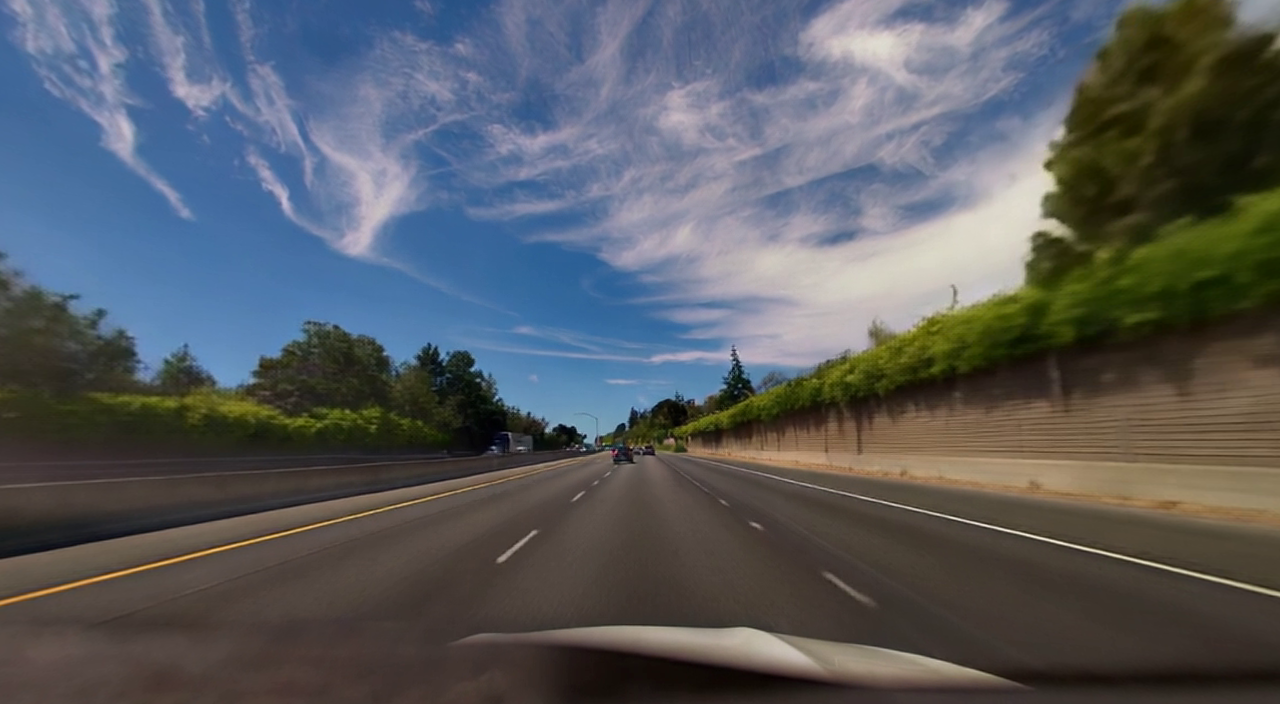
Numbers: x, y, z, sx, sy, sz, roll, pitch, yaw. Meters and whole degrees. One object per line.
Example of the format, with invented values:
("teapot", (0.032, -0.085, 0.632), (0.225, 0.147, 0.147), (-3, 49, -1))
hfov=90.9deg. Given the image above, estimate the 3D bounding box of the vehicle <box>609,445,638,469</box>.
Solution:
("vehicle", (-1.128, 7.337, 44.174), (1.873, 1.529, 3.953), (0, -9, 0))
